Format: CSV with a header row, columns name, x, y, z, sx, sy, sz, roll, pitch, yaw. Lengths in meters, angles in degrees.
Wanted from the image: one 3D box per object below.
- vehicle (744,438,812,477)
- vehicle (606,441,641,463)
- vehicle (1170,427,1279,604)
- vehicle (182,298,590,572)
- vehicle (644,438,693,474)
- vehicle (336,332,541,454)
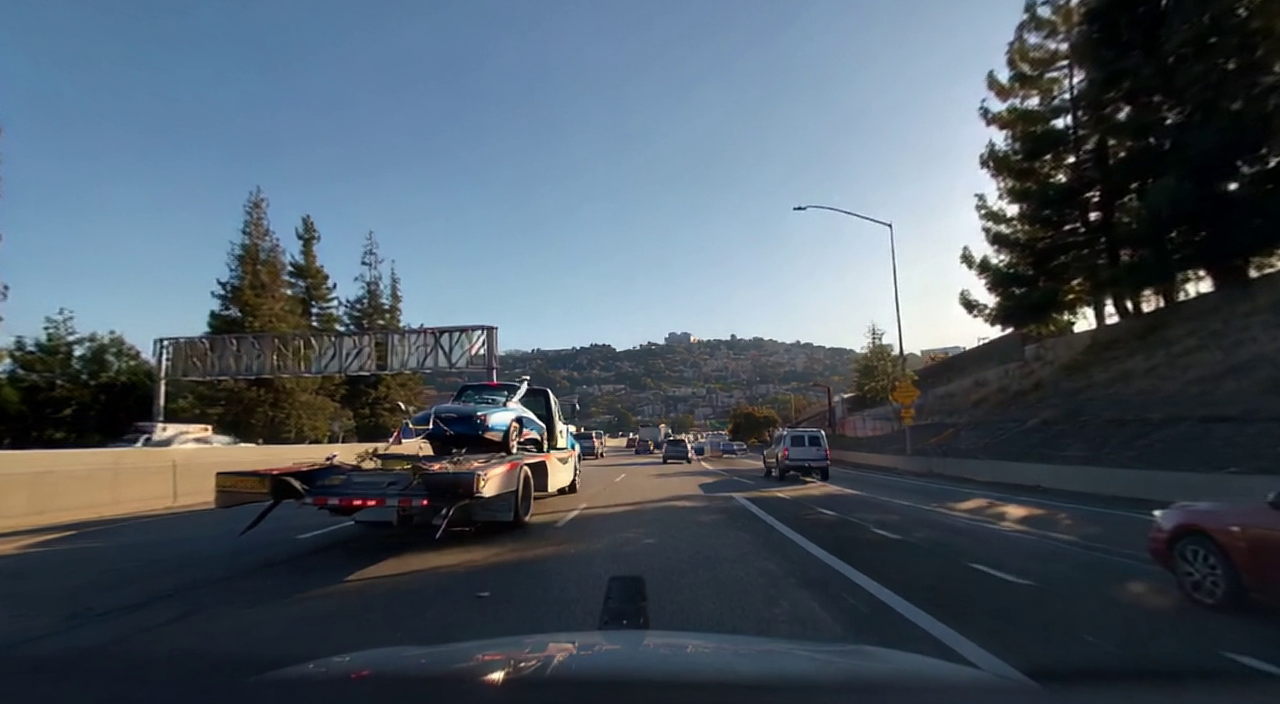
name,x,y,z,sx,sy,sz,roll,pitch,yaw
vehicle,6.236,4.799,29.051,2.075,1.614,4.682,0,-8,0
vehicle,-1.065,6.824,43.139,2.016,1.450,4.310,-1,-8,4
vehicle,6.501,1.218,4.212,2.040,1.481,4.260,1,-8,-4
vehicle,-3.133,1.608,11.993,3.162,2.955,10.282,0,-8,2
vehicle,1.277,4.650,28.381,2.079,1.499,3.915,0,-8,3
vehicle,-3.128,0.902,11.015,1.893,1.674,4.766,0,-8,1
